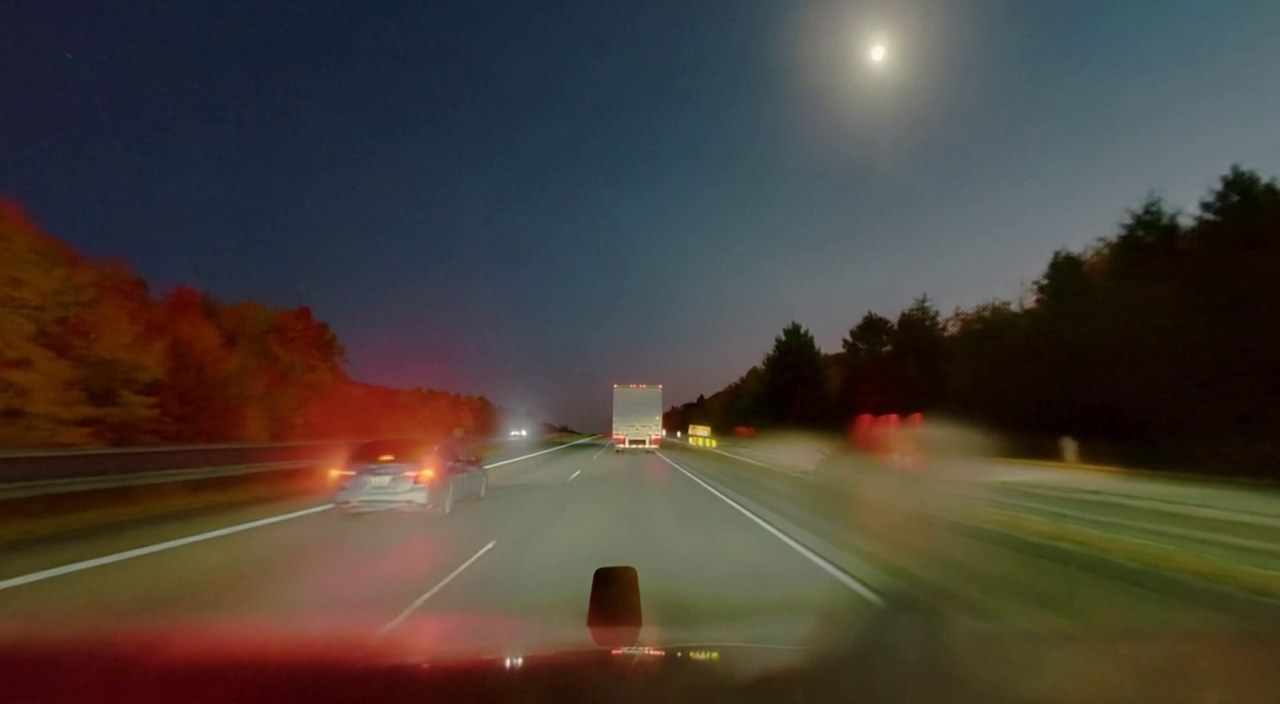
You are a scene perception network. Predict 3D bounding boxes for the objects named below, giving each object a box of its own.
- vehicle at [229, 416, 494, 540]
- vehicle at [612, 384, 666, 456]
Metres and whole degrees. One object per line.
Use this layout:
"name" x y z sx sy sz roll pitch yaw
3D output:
"vehicle" -3.901 1.830 9.854 2.217 1.495 4.245 0 -8 0
"vehicle" -0.278 4.583 40.945 3.013 4.016 11.496 0 -8 -2
